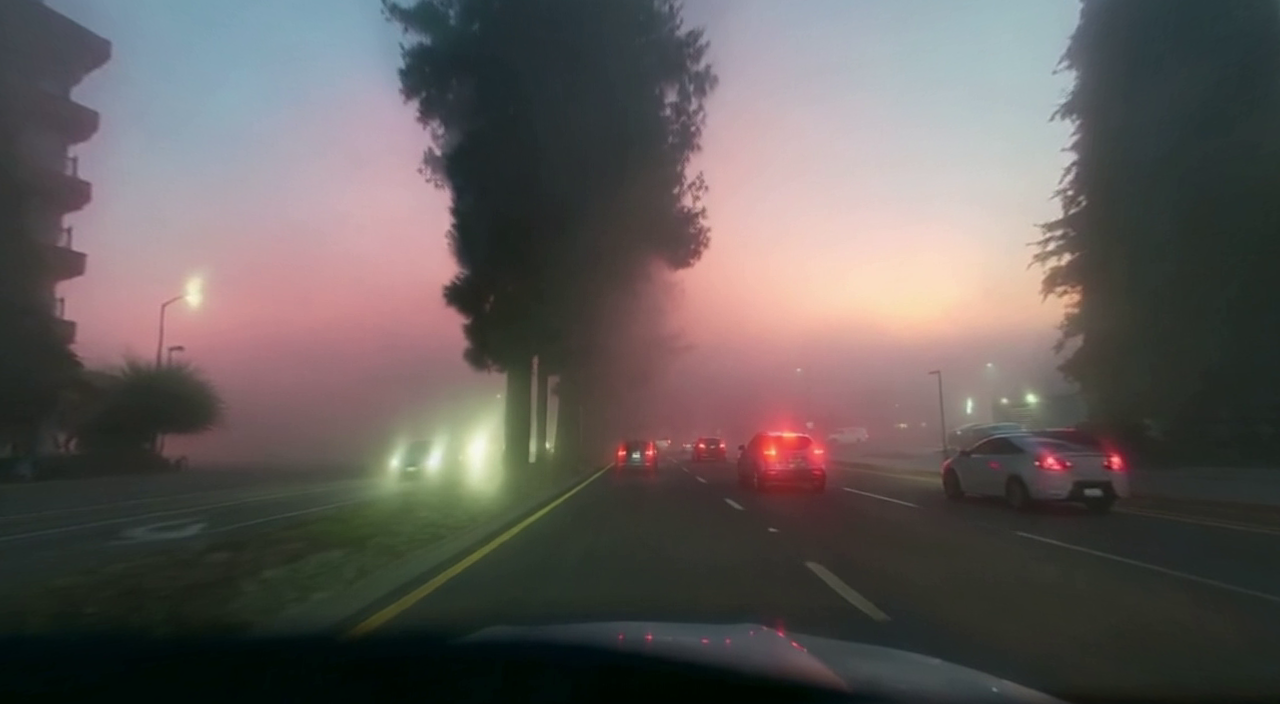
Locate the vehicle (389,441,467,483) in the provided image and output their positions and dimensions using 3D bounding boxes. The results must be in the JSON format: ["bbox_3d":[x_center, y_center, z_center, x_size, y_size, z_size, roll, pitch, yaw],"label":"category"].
[{"bbox_3d":[-7.844,4.091,23.546,1.617,1.448,3.609,0,-9,1],"label":"vehicle"}]

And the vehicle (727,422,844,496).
[{"bbox_3d":[3.736,2.858,16.987,2.130,1.718,4.310,0,-9,0],"label":"vehicle"}]

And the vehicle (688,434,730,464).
[{"bbox_3d":[4.116,5.899,38.135,1.982,1.709,4.427,0,-9,0],"label":"vehicle"}]

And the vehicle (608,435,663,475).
[{"bbox_3d":[-0.141,4.266,26.122,2.111,1.506,4.018,0,-9,1],"label":"vehicle"}]

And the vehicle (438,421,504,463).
[{"bbox_3d":[-10.930,5.929,41.083,2.585,2.507,5.743,0,-9,1],"label":"vehicle"}]

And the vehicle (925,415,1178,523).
[{"bbox_3d":[7.643,2.221,12.377,2.008,1.714,4.407,0,-9,1],"label":"vehicle"}]
